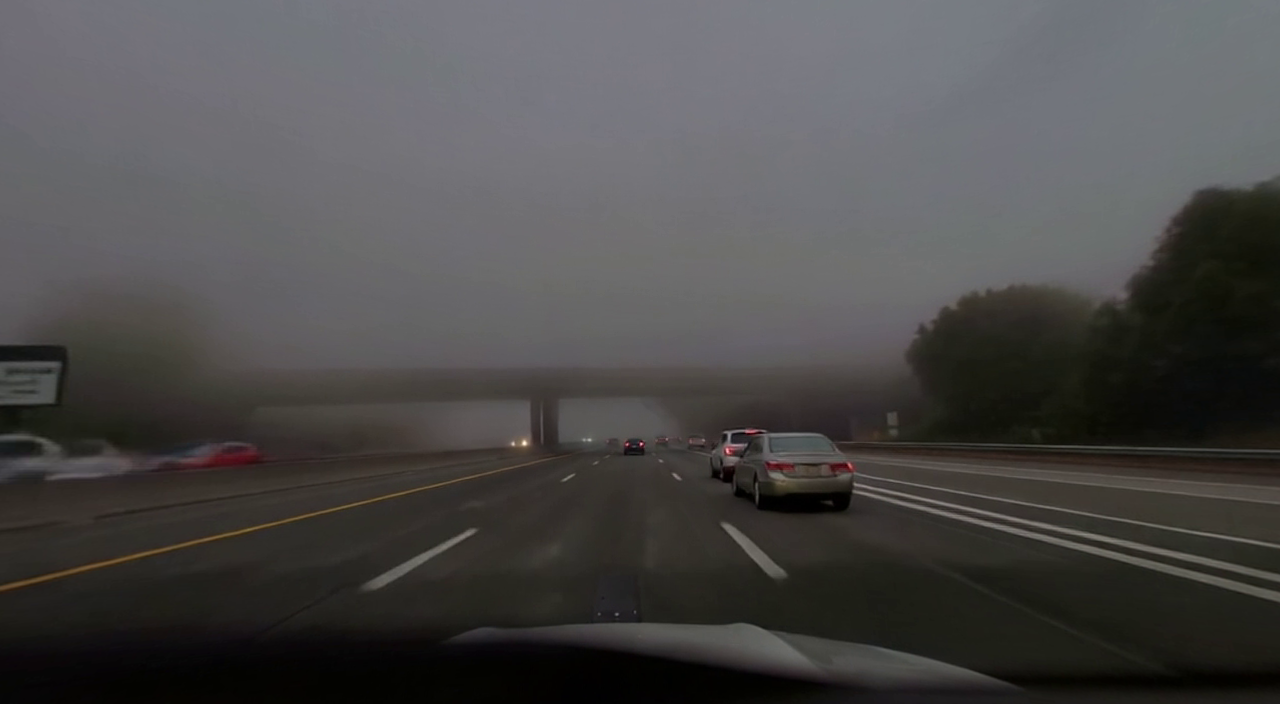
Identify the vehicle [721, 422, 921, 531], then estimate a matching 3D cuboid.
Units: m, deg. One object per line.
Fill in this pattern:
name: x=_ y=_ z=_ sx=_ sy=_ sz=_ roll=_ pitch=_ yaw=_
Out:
vehicle: x=3.080 y=2.228 z=12.112 sx=2.240 sy=1.646 sz=4.949 roll=0 pitch=-8 yaw=-2
